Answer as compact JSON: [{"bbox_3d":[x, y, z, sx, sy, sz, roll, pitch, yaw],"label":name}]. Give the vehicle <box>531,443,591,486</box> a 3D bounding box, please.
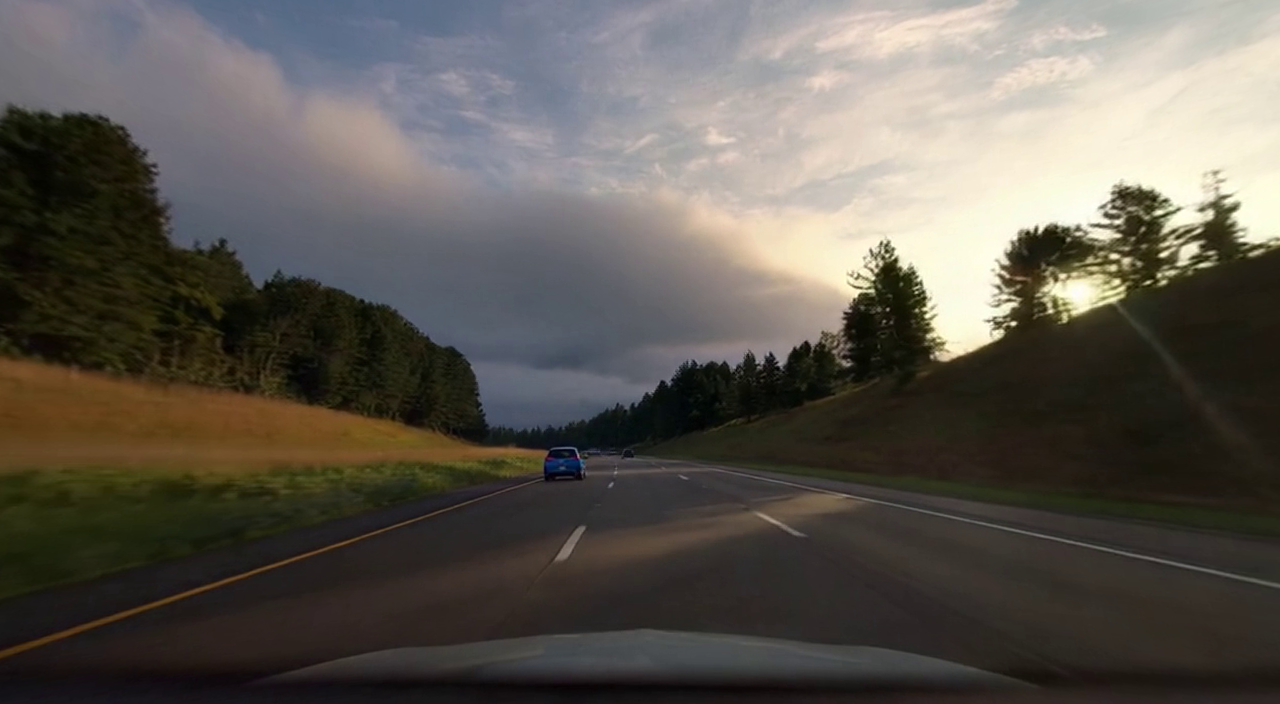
[{"bbox_3d":[-3.307,4.828,27.318,2.115,1.670,4.261,0,-9,-1],"label":"vehicle"}]
